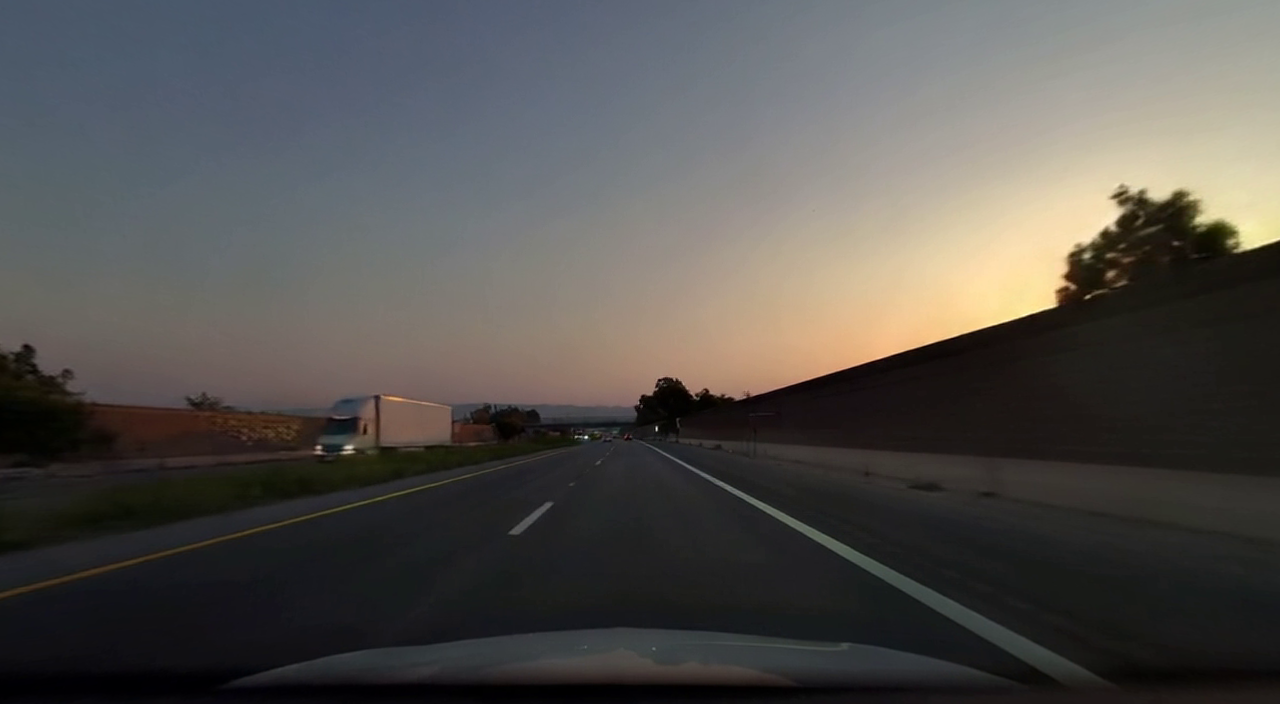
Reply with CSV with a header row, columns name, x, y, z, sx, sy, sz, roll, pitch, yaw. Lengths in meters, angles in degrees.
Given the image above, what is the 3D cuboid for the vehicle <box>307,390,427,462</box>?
name,x,y,z,sx,sy,sz,roll,pitch,yaw
vehicle,-17.465,4.975,41.481,3.032,4.098,11.458,0,-8,-1
